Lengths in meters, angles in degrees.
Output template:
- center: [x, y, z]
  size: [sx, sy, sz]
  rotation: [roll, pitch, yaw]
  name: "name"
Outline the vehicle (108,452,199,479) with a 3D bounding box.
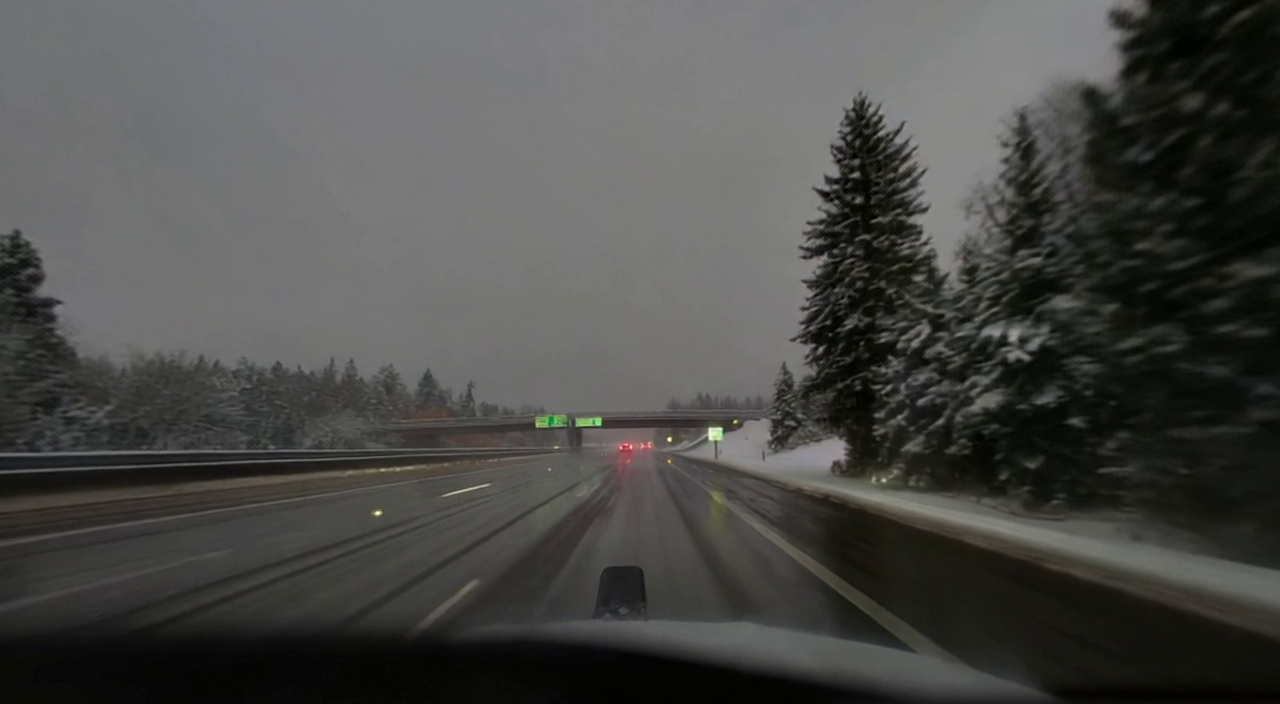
- center: [-28.867, 6.743, 37.604]
  size: [1.859, 1.451, 4.394]
  rotation: [0, -8, 1]
  name: "vehicle"
